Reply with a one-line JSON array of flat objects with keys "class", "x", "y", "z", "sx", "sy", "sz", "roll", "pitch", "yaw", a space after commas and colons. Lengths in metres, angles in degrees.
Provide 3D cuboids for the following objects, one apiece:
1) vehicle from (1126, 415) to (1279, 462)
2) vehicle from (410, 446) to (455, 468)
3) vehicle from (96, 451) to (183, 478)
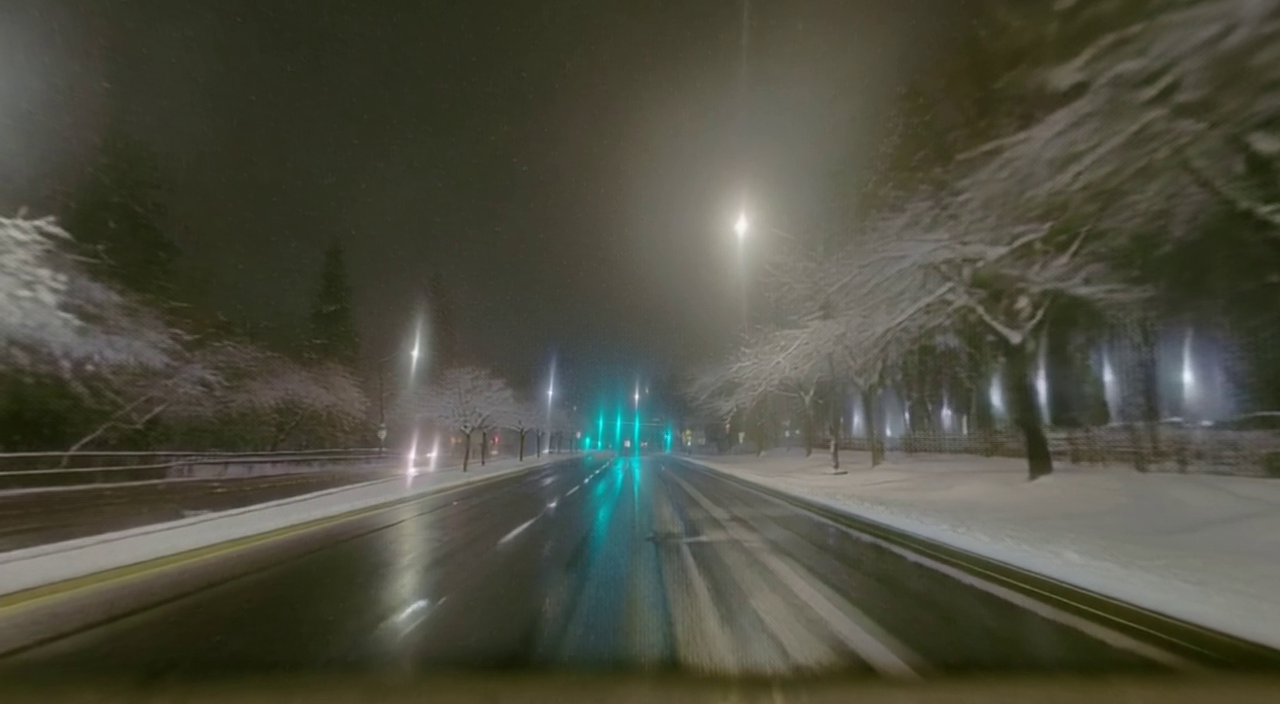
[{"class": "vehicle", "x": 24.450, "y": 3.792, "z": 27.401, "sx": 4.814, "sy": 1.804, "sz": 1.980, "roll": -1, "pitch": -10, "yaw": -2}, {"class": "vehicle", "x": -15.603, "y": 7.908, "z": 47.602, "sx": 1.862, "sy": 1.507, "sz": 4.424, "roll": 0, "pitch": -9, "yaw": 0}, {"class": "vehicle", "x": -34.491, "y": 7.733, "z": 43.455, "sx": 4.423, "sy": 1.705, "sz": 1.772, "roll": -1, "pitch": -9, "yaw": -1}]
